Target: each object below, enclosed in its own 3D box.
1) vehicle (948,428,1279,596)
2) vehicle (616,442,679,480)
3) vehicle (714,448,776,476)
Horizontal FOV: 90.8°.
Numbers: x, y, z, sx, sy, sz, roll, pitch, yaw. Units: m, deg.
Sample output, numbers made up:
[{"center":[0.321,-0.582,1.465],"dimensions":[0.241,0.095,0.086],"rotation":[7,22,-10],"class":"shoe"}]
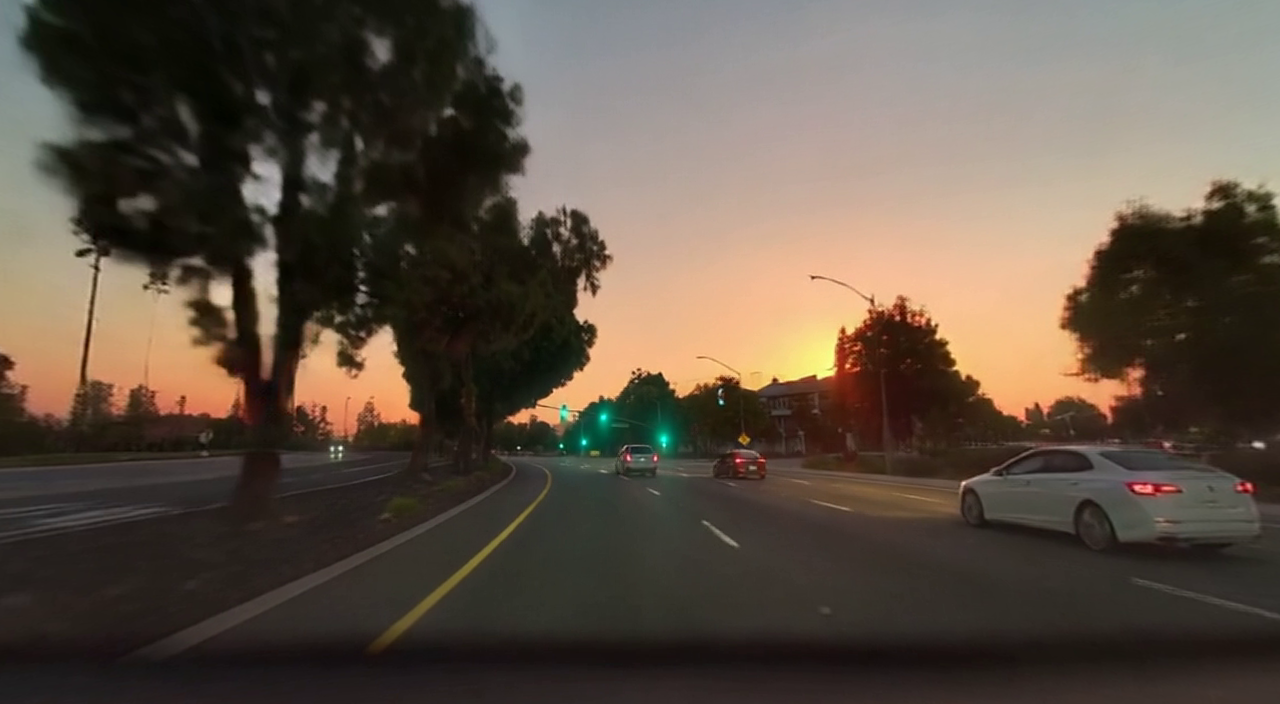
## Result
[{"center":[5.987,1.750,7.883],"dimensions":[1.882,1.476,4.344],"rotation":[0,-8,-3],"class":"vehicle"},{"center":[0.255,5.146,30.189],"dimensions":[2.122,1.646,4.525],"rotation":[2,-9,-11],"class":"vehicle"},{"center":[5.949,6.281,36.365],"dimensions":[1.940,1.460,4.652],"rotation":[2,-9,-12],"class":"vehicle"}]
